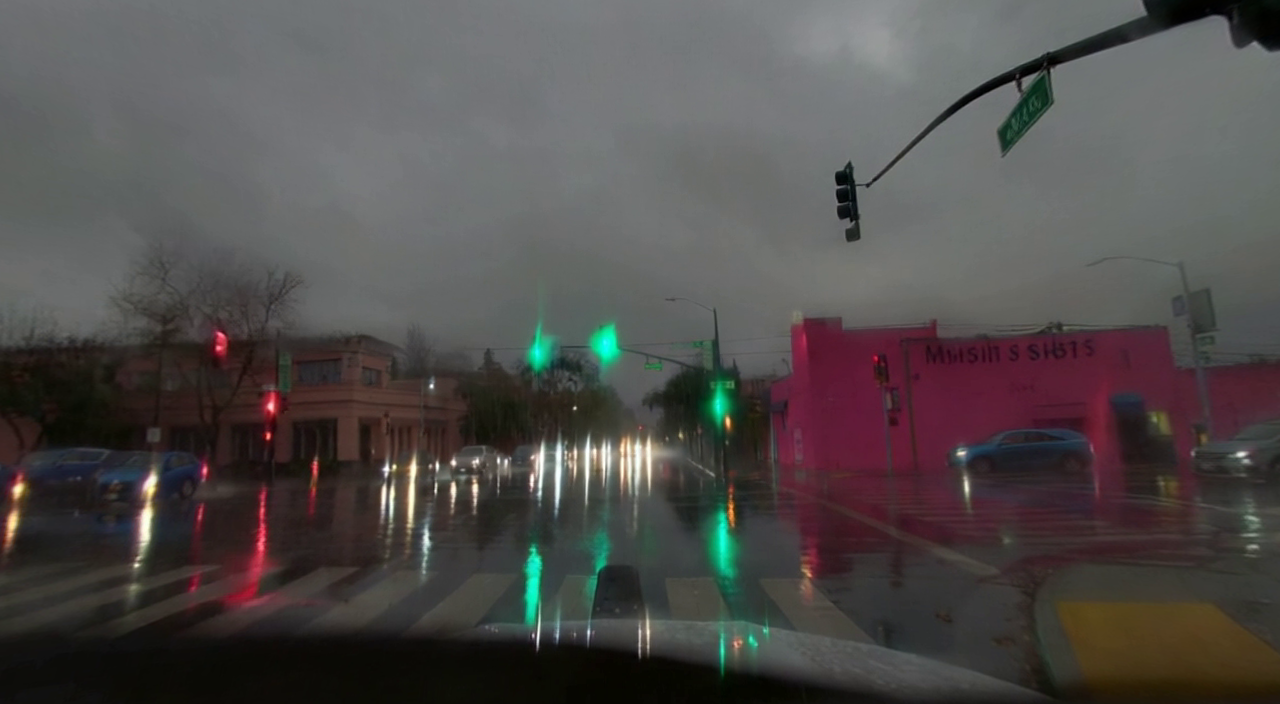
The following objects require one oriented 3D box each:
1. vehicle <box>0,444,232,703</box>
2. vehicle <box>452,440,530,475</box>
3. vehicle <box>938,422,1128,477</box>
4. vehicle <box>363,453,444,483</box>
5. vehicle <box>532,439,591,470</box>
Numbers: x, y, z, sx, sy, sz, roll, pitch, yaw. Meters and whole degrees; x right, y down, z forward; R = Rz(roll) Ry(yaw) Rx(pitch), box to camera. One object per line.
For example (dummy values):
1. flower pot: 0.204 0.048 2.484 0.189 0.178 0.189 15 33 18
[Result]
1. vehicle: -3.712 0.981 2.152 1.759 1.325 4.295 0 -9 0
2. vehicle: -8.393 5.981 36.050 2.152 1.825 5.406 -2 -9 12
3. vehicle: 11.563 2.899 18.800 4.355 1.546 1.820 -1 -9 6
4. vehicle: -12.600 6.174 33.875 1.976 1.425 4.567 -1 -9 9
5. vehicle: -4.505 5.980 36.871 1.928 1.647 4.575 -2 -9 13
